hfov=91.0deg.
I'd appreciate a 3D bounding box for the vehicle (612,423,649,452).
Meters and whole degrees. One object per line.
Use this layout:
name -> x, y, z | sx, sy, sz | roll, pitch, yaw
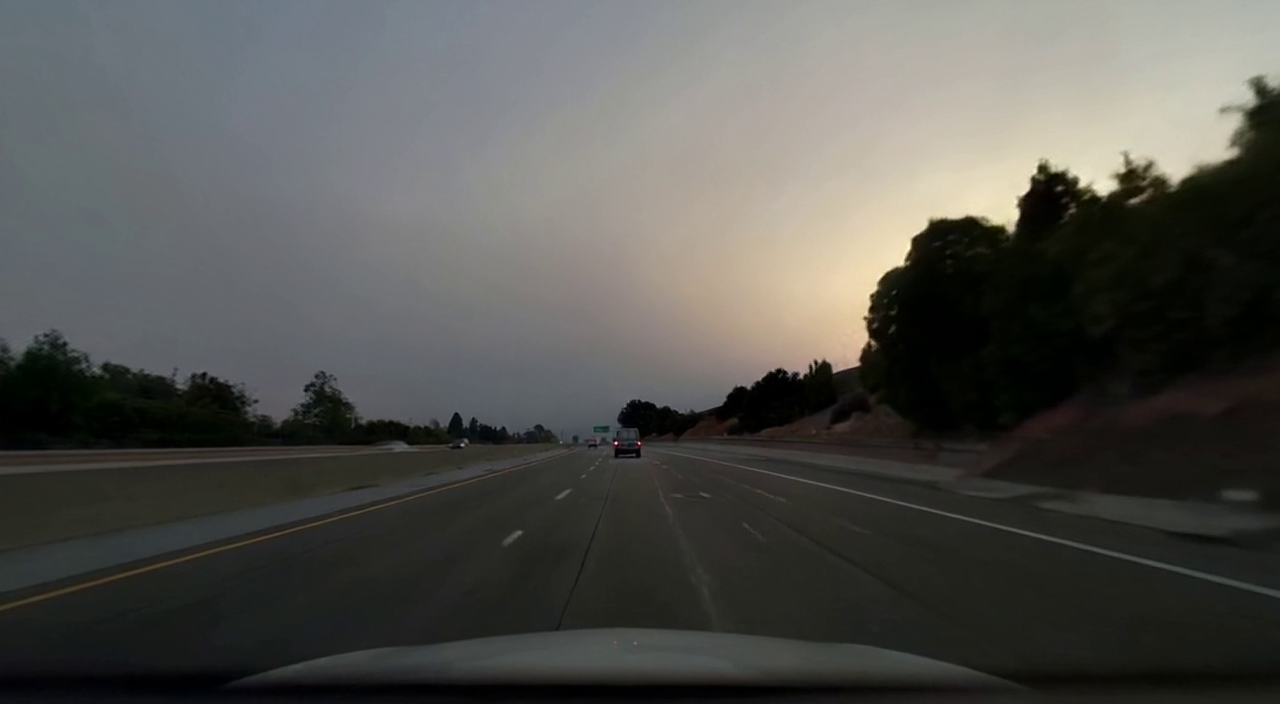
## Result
vehicle -> -0.668, 5.407, 39.667 | 2.157, 1.647, 4.524 | 0, -8, -3
